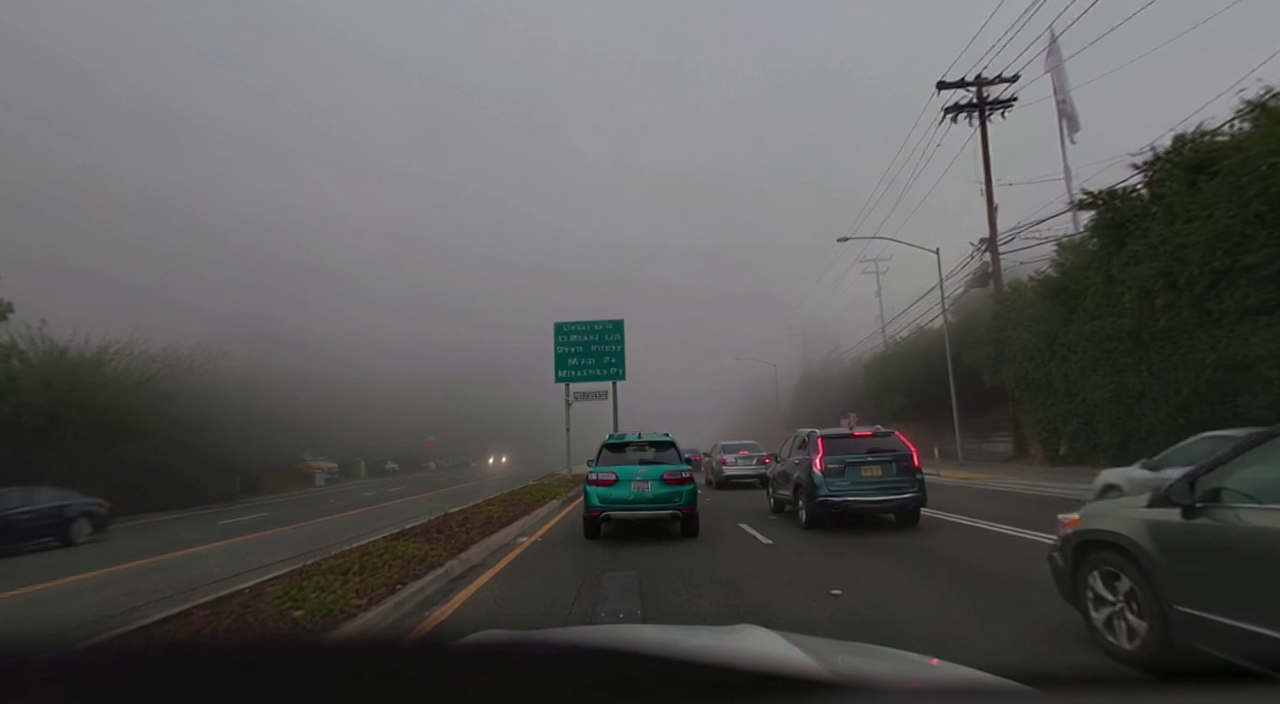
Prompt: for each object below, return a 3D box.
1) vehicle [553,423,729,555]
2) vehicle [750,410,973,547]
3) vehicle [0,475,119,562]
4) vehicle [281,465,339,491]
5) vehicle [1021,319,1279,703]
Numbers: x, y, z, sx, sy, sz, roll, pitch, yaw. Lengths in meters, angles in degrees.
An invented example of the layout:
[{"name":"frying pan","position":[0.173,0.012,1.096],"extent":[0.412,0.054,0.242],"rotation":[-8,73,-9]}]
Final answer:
[{"name":"vehicle","position":[-0.015,2.044,10.129],"extent":[2.199,1.641,4.232],"rotation":[0,-8,-1]},{"name":"vehicle","position":[3.378,2.034,10.843],"extent":[2.097,1.818,4.625],"rotation":[0,-8,0]},{"name":"vehicle","position":[-12.923,3.210,12.043],"extent":[1.960,1.491,4.700],"rotation":[0,-8,0]},{"name":"vehicle","position":[-22.668,8.642,43.500],"extent":[1.847,1.554,3.926],"rotation":[0,-8,0]},{"name":"vehicle","position":[3.525,0.654,1.960],"extent":[2.001,1.707,4.250],"rotation":[0,-8,0]}]
